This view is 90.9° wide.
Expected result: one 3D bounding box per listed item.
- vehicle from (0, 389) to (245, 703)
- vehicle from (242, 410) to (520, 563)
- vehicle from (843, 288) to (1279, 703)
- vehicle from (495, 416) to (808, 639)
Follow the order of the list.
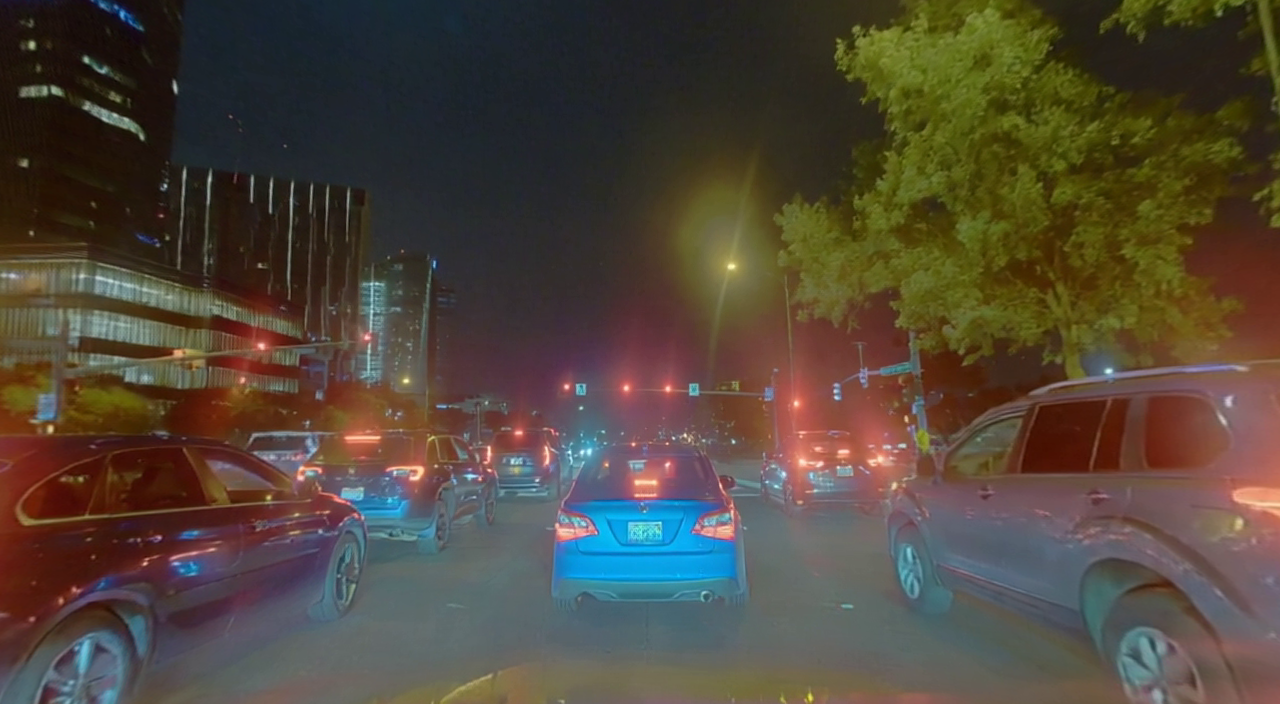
[{"bbox_3d":[-3.397,0.745,1.234,2.144,1.505,4.635,-1,-9,2],"label":"vehicle"},{"bbox_3d":[-3.381,1.870,9.494,2.168,1.719,4.561,-1,-9,1],"label":"vehicle"},{"bbox_3d":[3.049,0.974,3.842,2.108,1.785,4.334,0,-9,-1],"label":"vehicle"},{"bbox_3d":[0.074,1.507,6.391,2.147,1.507,3.953,0,-8,0],"label":"vehicle"}]
